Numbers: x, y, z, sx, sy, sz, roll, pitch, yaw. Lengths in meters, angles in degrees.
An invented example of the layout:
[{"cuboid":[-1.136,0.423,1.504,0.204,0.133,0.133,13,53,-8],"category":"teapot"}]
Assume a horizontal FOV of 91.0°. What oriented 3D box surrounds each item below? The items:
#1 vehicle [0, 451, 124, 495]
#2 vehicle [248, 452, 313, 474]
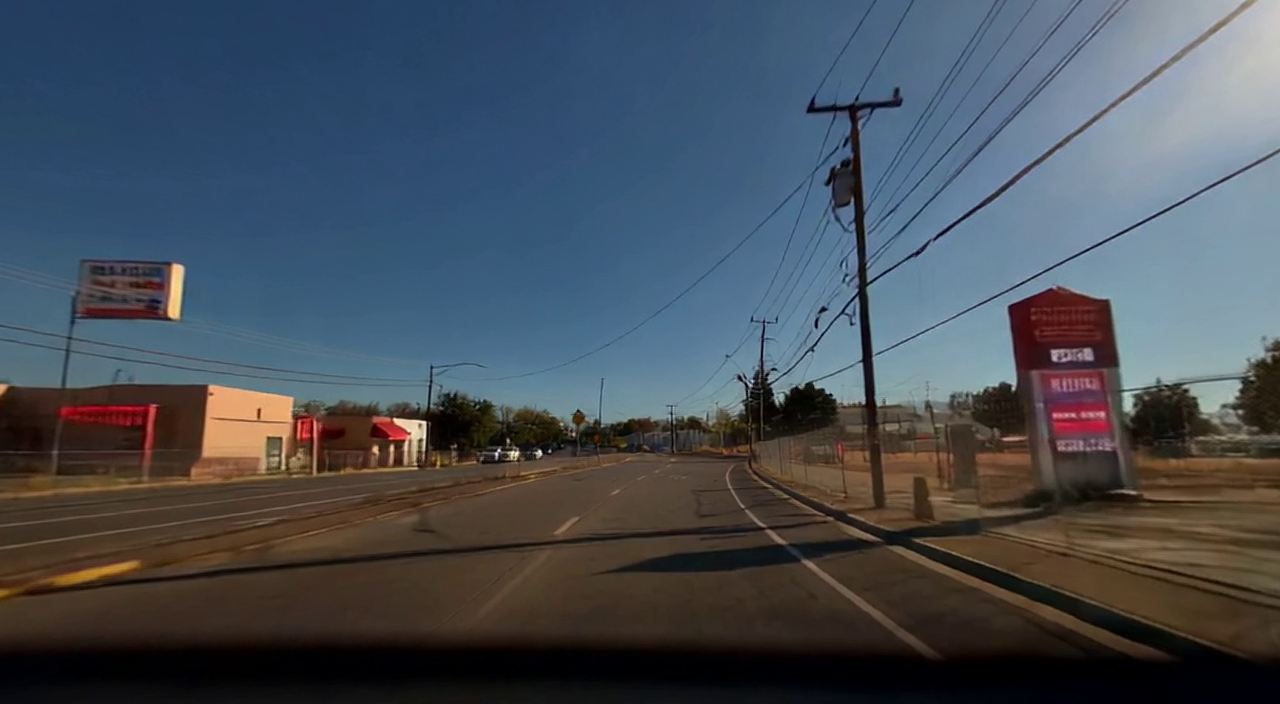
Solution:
[{"cuboid":[-22.649,4.632,24.415,4.147,1.562,1.805,-2,-9,13],"category":"vehicle"},{"cuboid":[-28.380,8.774,49.737,4.288,1.617,1.916,-2,-9,16],"category":"vehicle"}]
